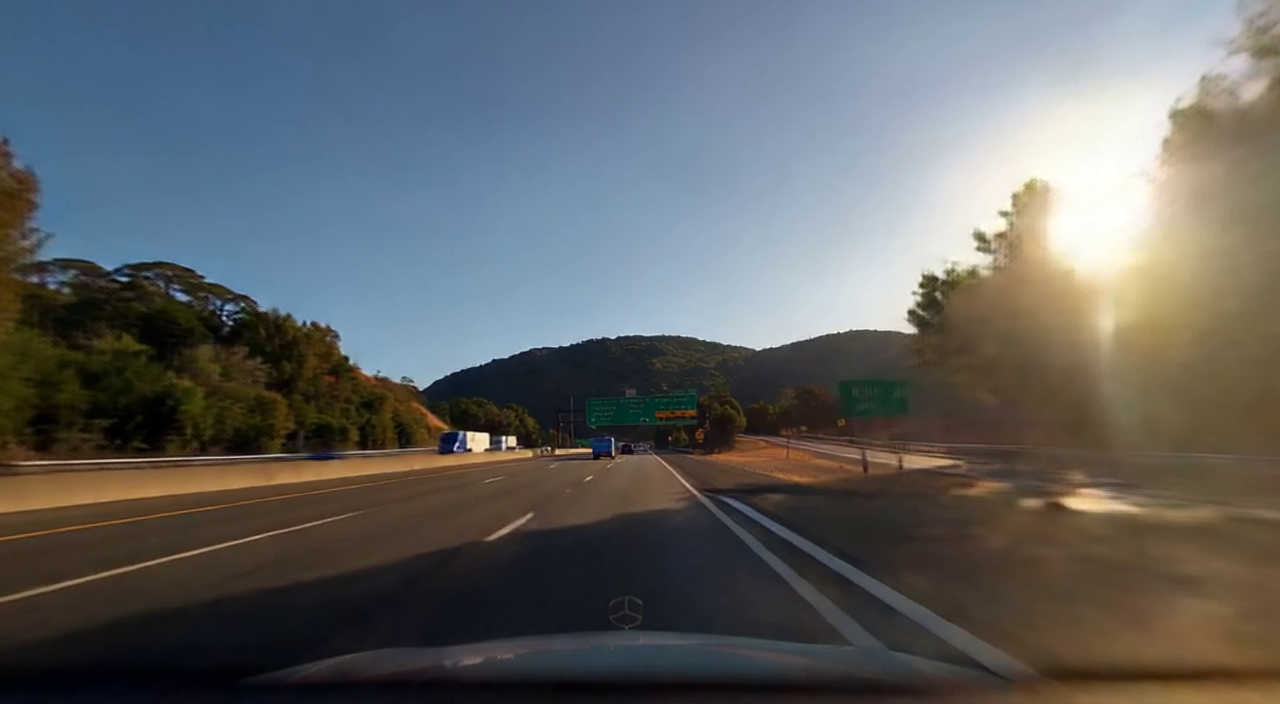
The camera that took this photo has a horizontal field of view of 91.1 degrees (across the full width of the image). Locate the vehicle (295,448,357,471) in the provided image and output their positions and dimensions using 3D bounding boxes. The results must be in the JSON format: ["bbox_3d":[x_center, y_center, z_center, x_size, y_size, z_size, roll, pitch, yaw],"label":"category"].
[{"bbox_3d":[-21.891,7.494,43.992,1.916,1.484,4.689,0,-8,1],"label":"vehicle"}]
